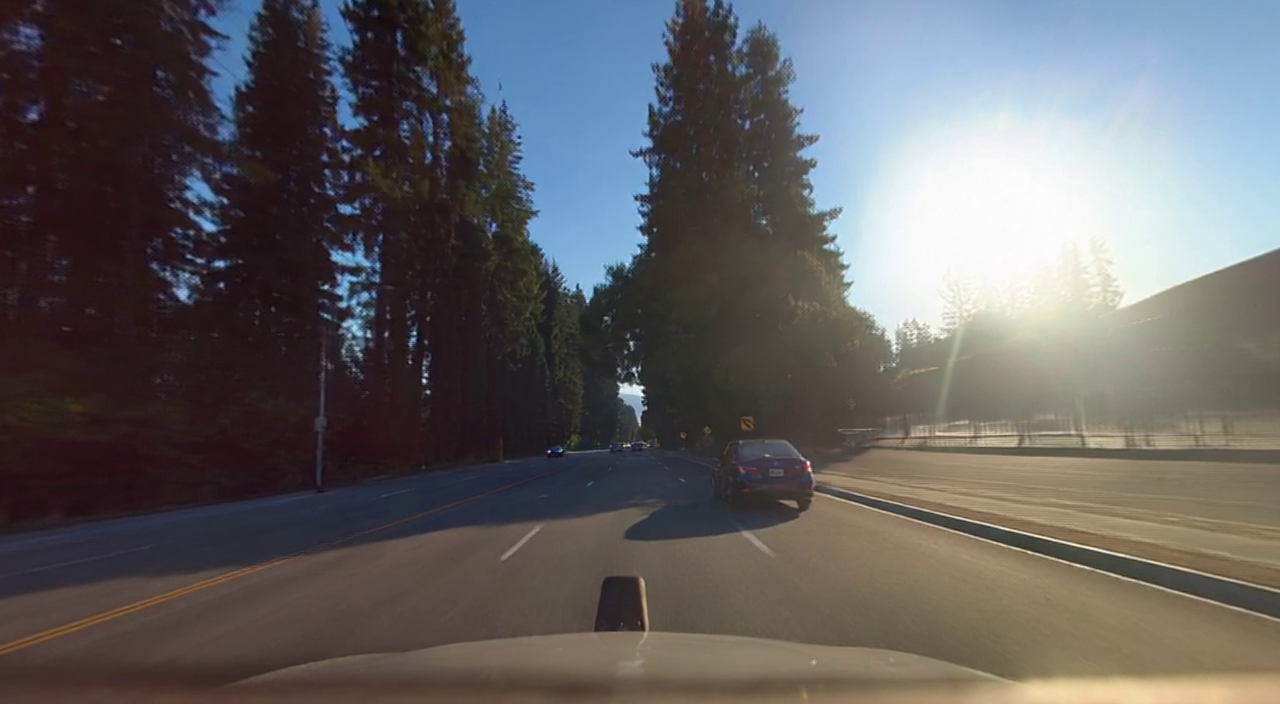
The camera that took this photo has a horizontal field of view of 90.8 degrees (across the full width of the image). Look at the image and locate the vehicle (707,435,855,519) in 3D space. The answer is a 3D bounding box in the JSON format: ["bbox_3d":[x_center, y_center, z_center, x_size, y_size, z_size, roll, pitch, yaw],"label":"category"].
[{"bbox_3d":[2.733,2.555,13.477,2.042,1.469,4.470,0,-8,-1],"label":"vehicle"}]
